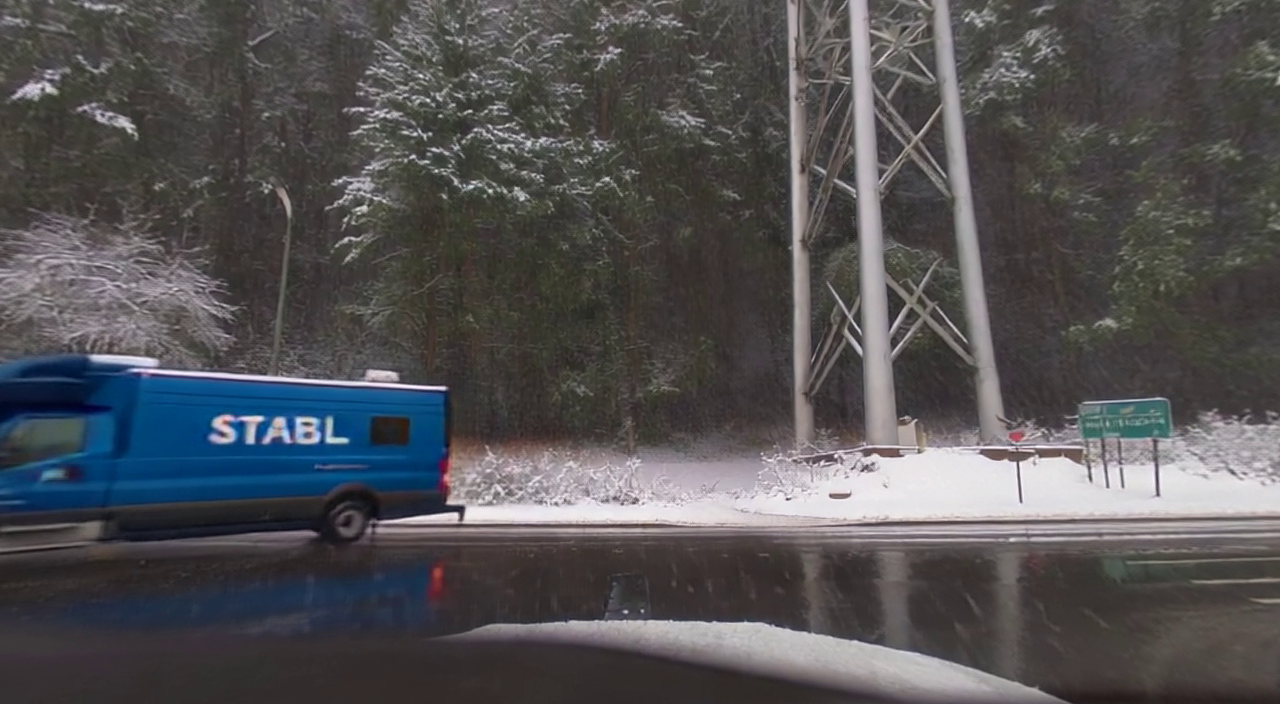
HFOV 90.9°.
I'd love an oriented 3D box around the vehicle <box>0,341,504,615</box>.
[{"bbox_3d":[-4.918,1.413,7.597,5.923,2.424,2.247,6,-11,-35],"label":"vehicle"}]
